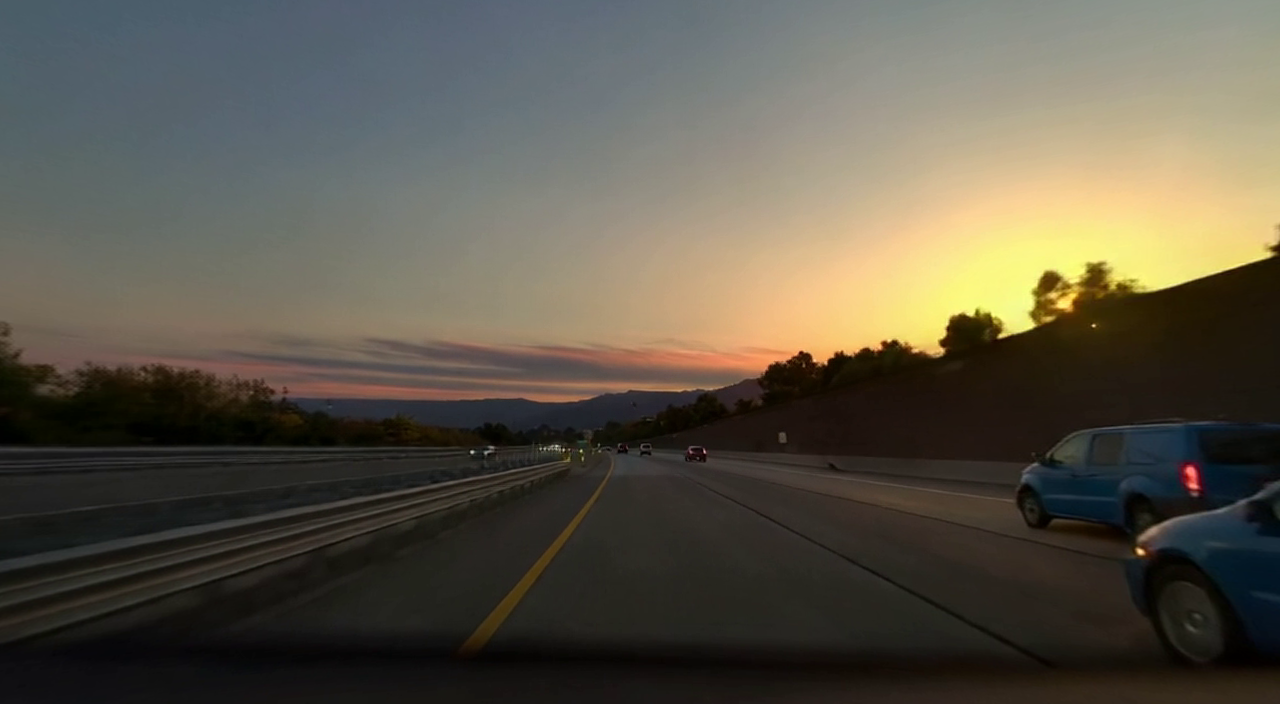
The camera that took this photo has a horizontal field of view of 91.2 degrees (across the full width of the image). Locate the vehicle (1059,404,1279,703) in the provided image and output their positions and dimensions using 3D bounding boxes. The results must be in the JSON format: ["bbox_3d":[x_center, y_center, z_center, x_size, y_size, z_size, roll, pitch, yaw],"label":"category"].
[{"bbox_3d":[3.862,0.922,2.026,2.002,1.604,4.265,0,-9,0],"label":"vehicle"}]
